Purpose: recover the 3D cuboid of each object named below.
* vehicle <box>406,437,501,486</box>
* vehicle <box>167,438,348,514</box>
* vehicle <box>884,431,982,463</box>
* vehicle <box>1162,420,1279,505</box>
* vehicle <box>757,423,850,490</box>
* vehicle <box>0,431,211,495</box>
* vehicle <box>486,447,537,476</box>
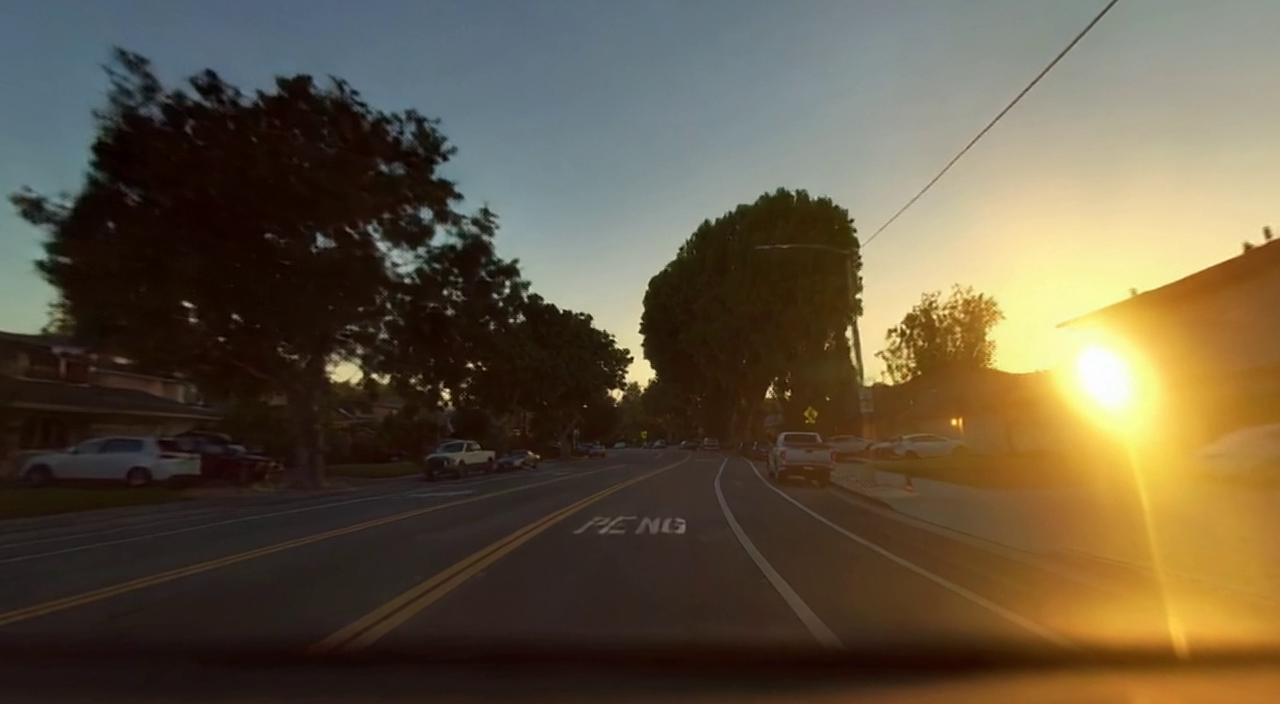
[{"bbox_3d":[-8.980,5.319,30.912,2.450,1.998,5.367,-6,-9,7],"label":"vehicle"},{"bbox_3d":[-10.710,3.475,18.162,2.105,1.776,4.657,-4,-9,4],"label":"vehicle"},{"bbox_3d":[16.827,5.498,36.408,4.637,1.661,2.158,-3,-8,11],"label":"vehicle"},{"bbox_3d":[13.744,2.119,12.420,4.810,1.550,2.018,-2,-8,9],"label":"vehicle"},{"bbox_3d":[5.949,3.890,23.868,2.574,2.156,6.672,-2,-8,8],"label":"vehicle"},{"bbox_3d":[-17.276,3.551,20.443,5.192,1.915,2.200,-1,-8,6],"label":"vehicle"},{"bbox_3d":[-7.854,6.706,38.866,1.967,1.488,4.216,-6,-9,3],"label":"vehicle"}]
